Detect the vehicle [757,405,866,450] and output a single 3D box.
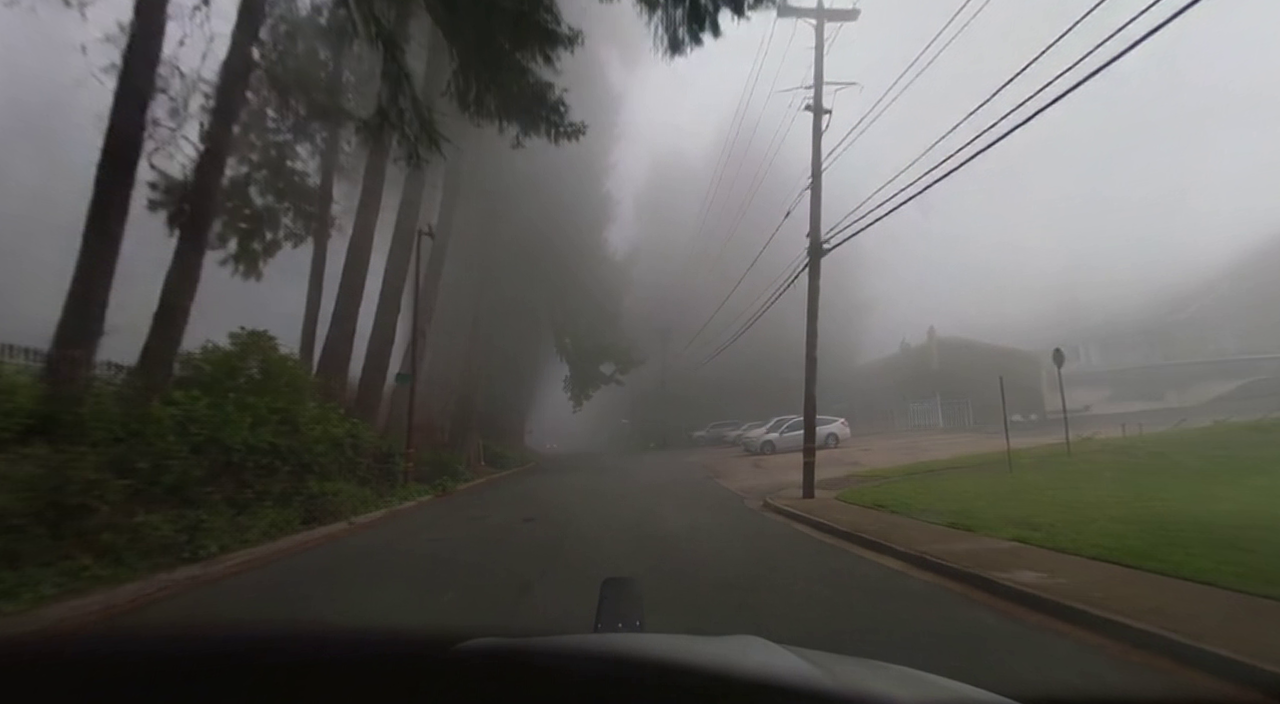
[{"bbox_3d":[8.111,3.634,29.858,4.780,1.984,1.896,4,-9,-23],"label":"vehicle"}]
